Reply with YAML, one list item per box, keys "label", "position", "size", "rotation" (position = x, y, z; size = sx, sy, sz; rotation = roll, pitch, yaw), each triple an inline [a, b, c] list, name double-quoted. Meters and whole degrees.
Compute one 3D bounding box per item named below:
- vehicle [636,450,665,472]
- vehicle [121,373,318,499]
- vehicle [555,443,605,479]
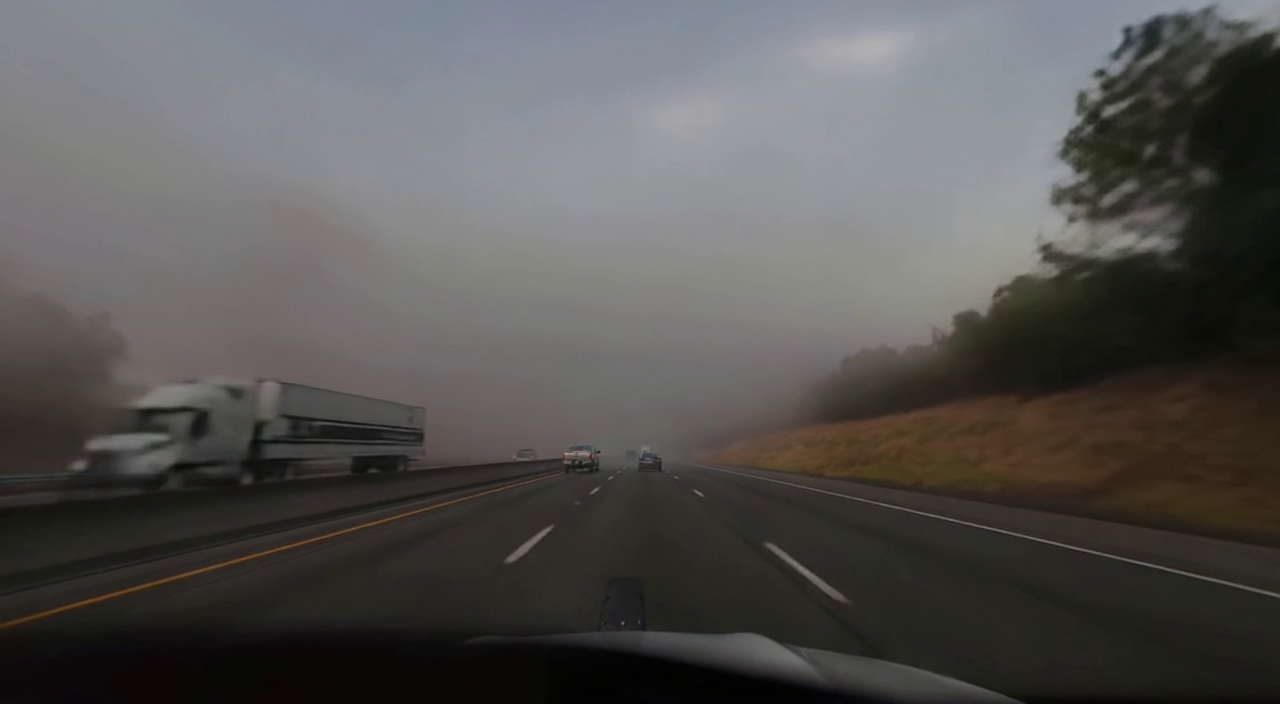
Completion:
- label: "vehicle"
  position: [0.739, 7.926, 46.102]
  size: [2.036, 1.519, 4.225]
  rotation: [0, -9, 0]
- label: "vehicle"
  position: [-15.028, 3.130, 23.236]
  size: [2.994, 4.041, 5.835]
  rotation: [0, -9, 0]
- label: "vehicle"
  position: [-3.017, 5.640, 32.802]
  size: [2.143, 1.770, 4.283]
  rotation: [0, -9, 1]
